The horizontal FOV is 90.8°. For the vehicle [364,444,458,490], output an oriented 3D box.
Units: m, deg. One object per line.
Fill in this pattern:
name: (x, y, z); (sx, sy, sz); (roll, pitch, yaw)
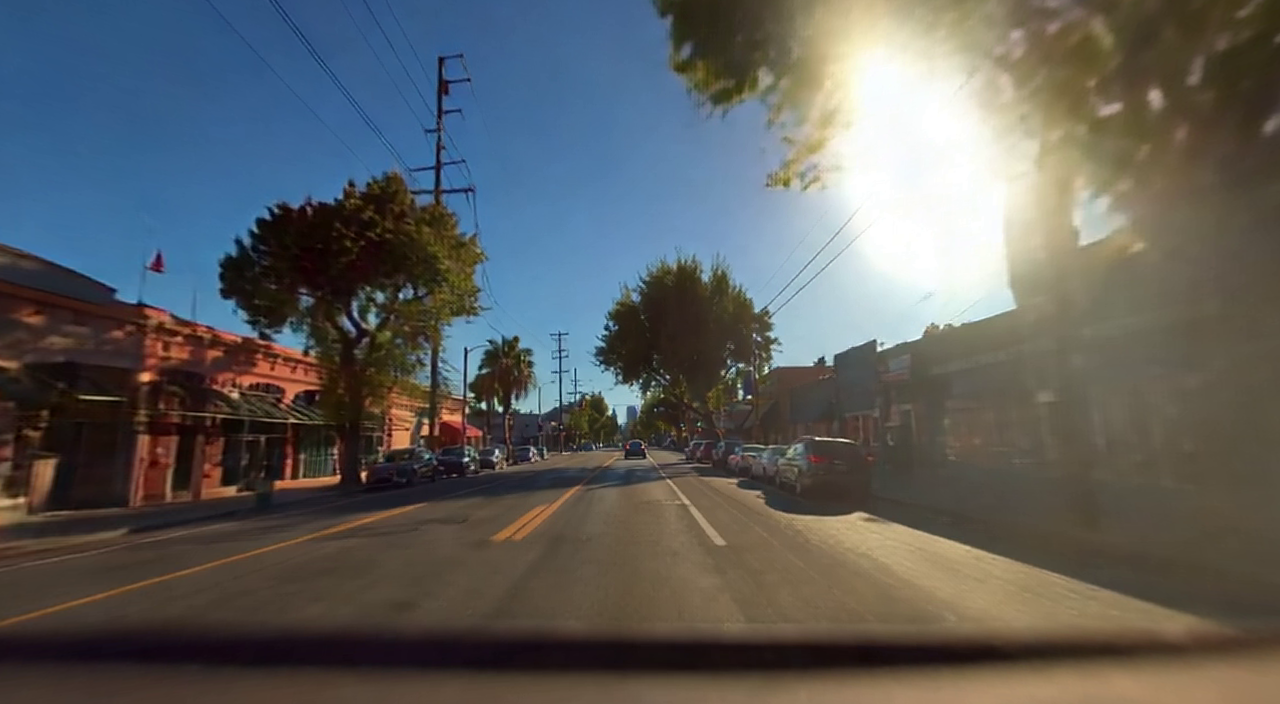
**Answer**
vehicle: (-10.011, 5.038, 28.185); (2.081, 1.819, 5.607); (0, -8, 0)

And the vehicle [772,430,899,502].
vehicle: (5.525, 3.285, 18.688); (2.042, 1.787, 5.110); (0, -8, -1)

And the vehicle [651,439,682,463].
vehicle: (1.852, 7.060, 45.032); (1.998, 1.580, 4.015); (0, -8, -1)
